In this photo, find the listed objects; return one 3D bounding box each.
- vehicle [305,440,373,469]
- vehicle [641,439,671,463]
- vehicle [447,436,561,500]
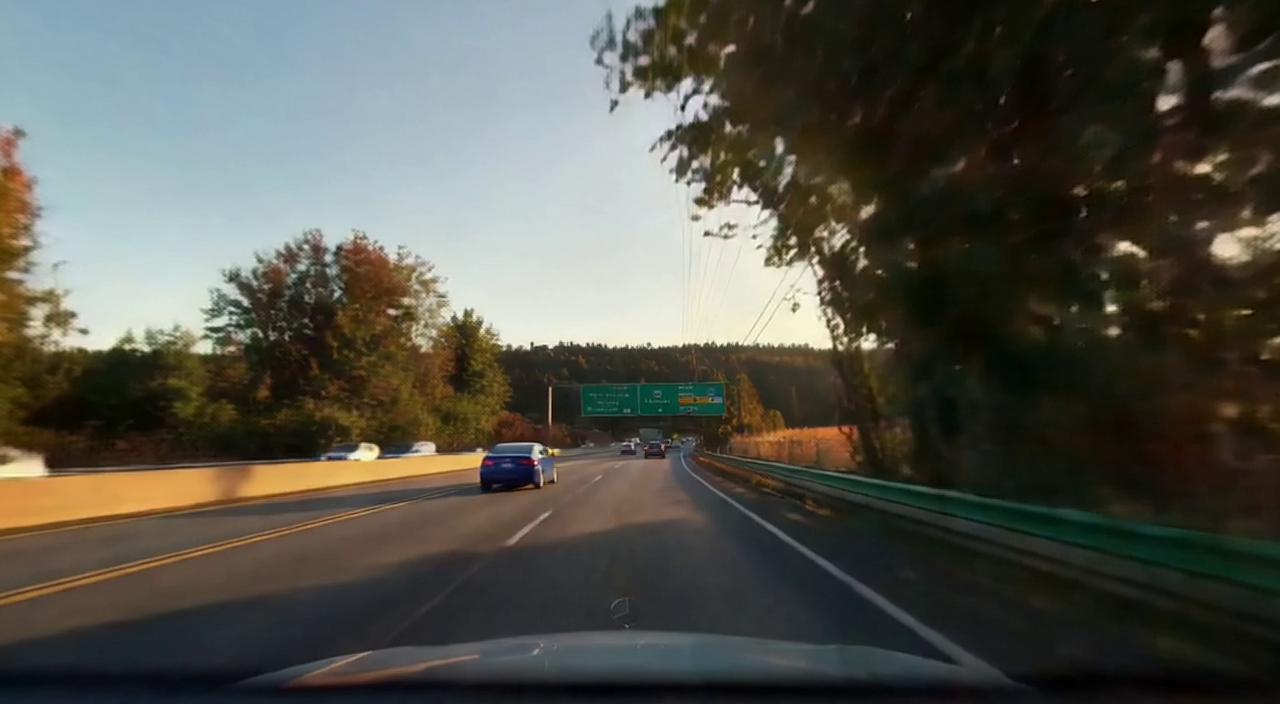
[{"bbox_3d":[-19.072,6.470,40.139,1.998,1.724,4.404,0,-8,2],"label":"vehicle"},{"bbox_3d":[1.254,7.498,48.025,2.176,1.725,4.182,0,-8,3],"label":"vehicle"},{"bbox_3d":[-3.506,3.079,17.212,2.021,1.515,4.453,0,-8,2],"label":"vehicle"}]
